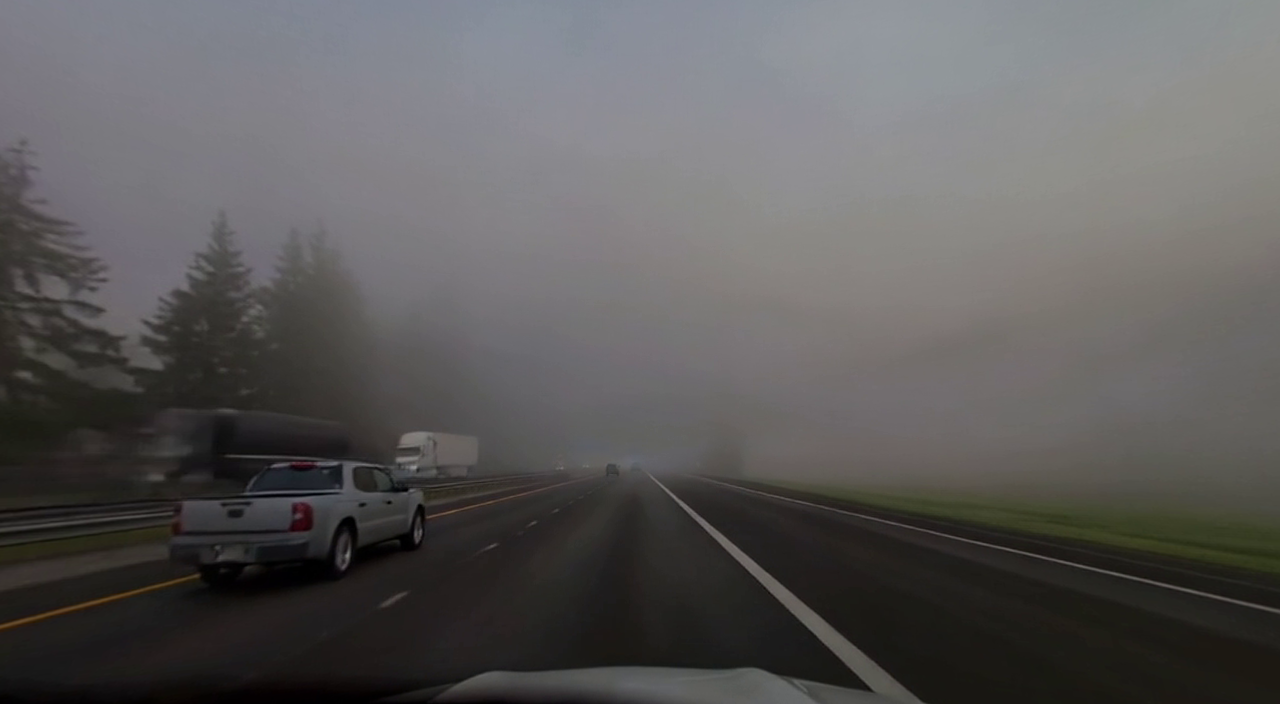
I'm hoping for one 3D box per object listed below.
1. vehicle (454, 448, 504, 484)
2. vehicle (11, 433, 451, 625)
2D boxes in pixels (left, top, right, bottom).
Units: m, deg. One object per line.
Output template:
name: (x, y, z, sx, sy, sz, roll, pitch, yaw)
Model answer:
vehicle: (-12.557, 8.988, 49.579, 2.237, 2.599, 5.741, 0, -10, 1)
vehicle: (-3.945, 1.818, 7.312, 2.043, 1.486, 4.442, 0, -10, 1)
